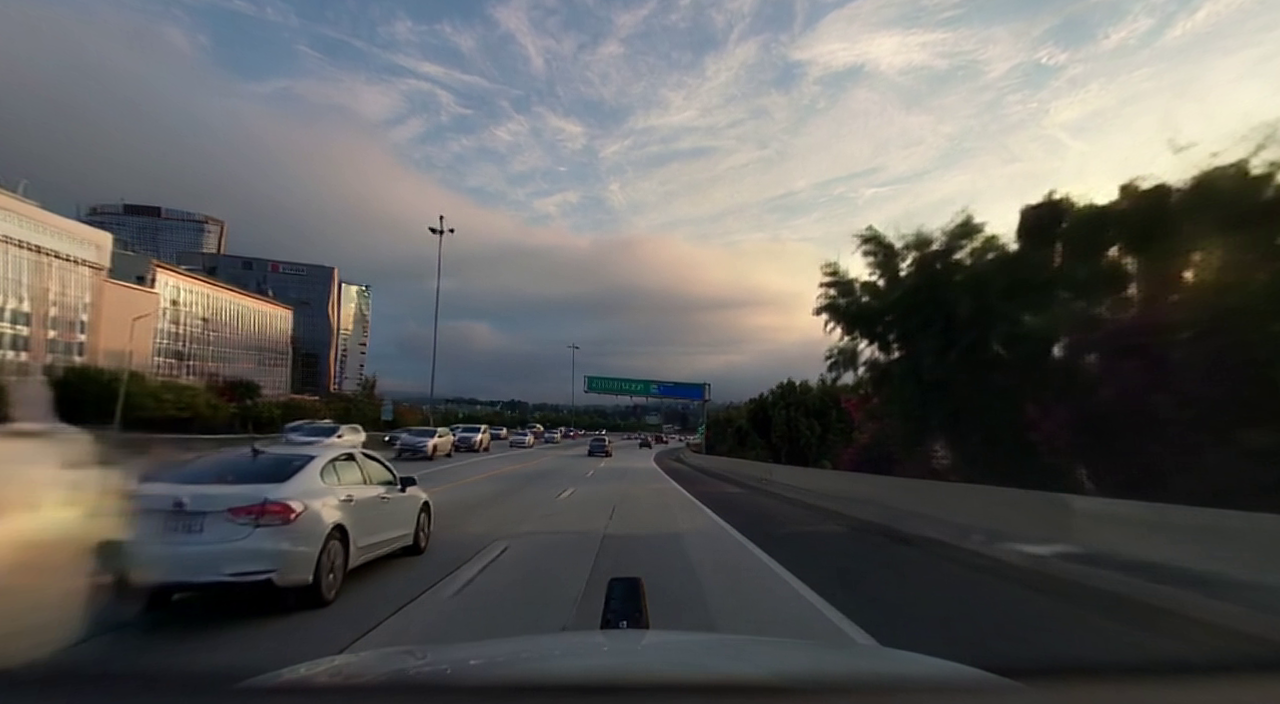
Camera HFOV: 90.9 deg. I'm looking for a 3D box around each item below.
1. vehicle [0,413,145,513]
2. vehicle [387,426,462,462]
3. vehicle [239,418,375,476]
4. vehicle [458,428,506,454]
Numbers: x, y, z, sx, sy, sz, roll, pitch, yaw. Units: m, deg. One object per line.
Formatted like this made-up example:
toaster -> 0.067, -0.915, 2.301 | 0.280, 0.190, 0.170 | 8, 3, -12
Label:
vehicle -> -10.817, 1.779, 10.147 | 1.953, 1.520, 4.549 | -1, -8, 1
vehicle -> -10.428, 4.506, 30.872 | 2.016, 1.607, 4.491 | -1, -9, 1
vehicle -> -10.665, 3.105, 20.622 | 2.033, 1.662, 4.394 | 0, -8, 0
vehicle -> -10.585, 6.033, 42.630 | 1.926, 1.650, 4.593 | -1, -8, 1
